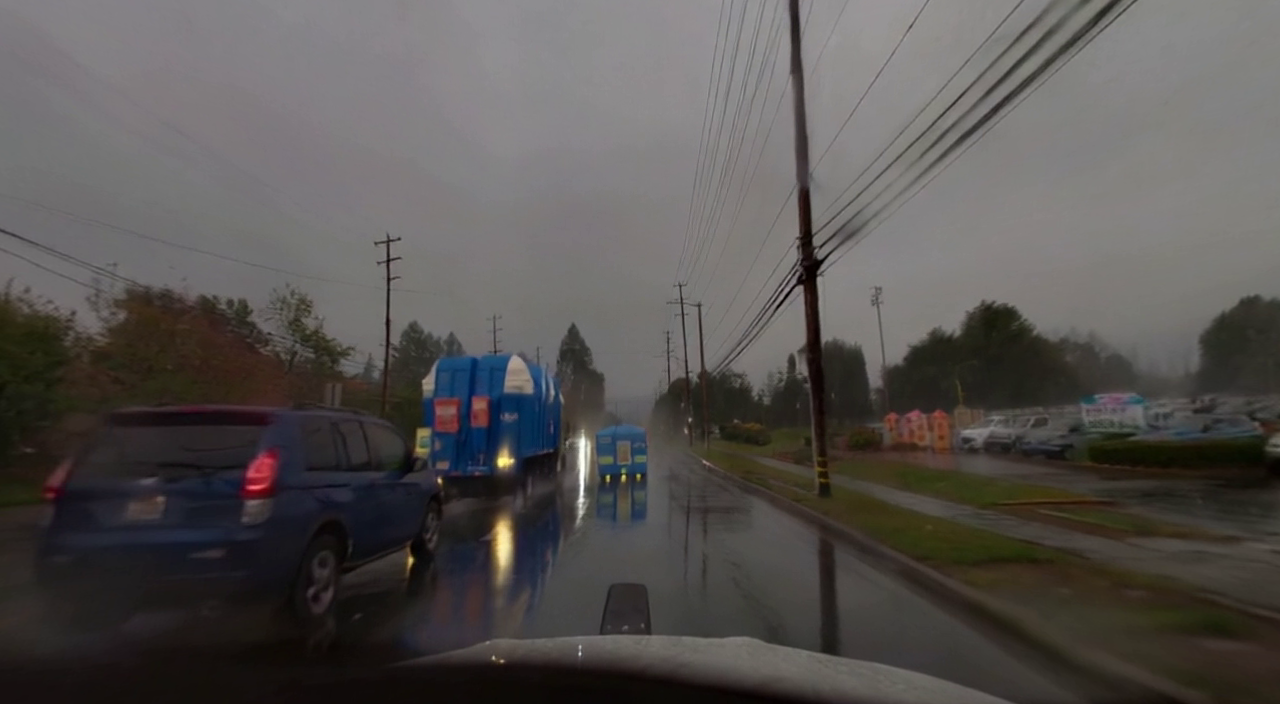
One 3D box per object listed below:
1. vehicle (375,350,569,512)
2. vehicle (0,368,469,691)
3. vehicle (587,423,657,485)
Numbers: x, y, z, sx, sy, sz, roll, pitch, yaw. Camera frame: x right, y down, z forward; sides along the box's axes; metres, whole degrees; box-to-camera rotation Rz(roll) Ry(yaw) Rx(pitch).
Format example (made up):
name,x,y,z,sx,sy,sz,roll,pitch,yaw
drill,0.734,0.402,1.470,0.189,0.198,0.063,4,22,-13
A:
name,x,y,z,sx,sy,sz,roll,pitch,yaw
vehicle,-4.005,2.233,17.404,3.120,3.393,7.945,1,-8,0
vehicle,-3.449,1.347,6.028,2.187,1.821,4.748,0,-8,1
vehicle,-0.579,3.380,21.173,2.117,1.861,4.095,0,-8,-1
